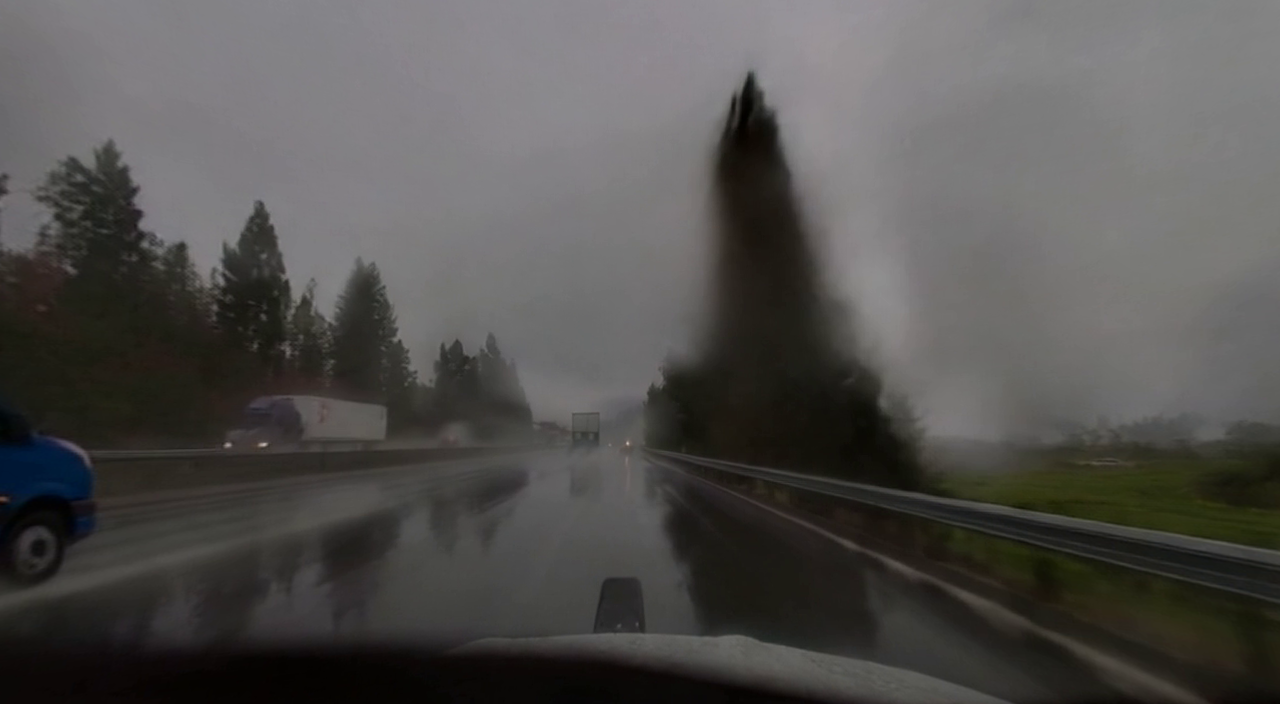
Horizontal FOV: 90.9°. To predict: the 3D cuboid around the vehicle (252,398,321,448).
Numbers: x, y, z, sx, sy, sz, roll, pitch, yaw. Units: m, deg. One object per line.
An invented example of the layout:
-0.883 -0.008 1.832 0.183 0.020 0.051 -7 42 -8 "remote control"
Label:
-27.302 5.551 48.810 3.342 3.725 3.185 0 -8 -2 "vehicle"
